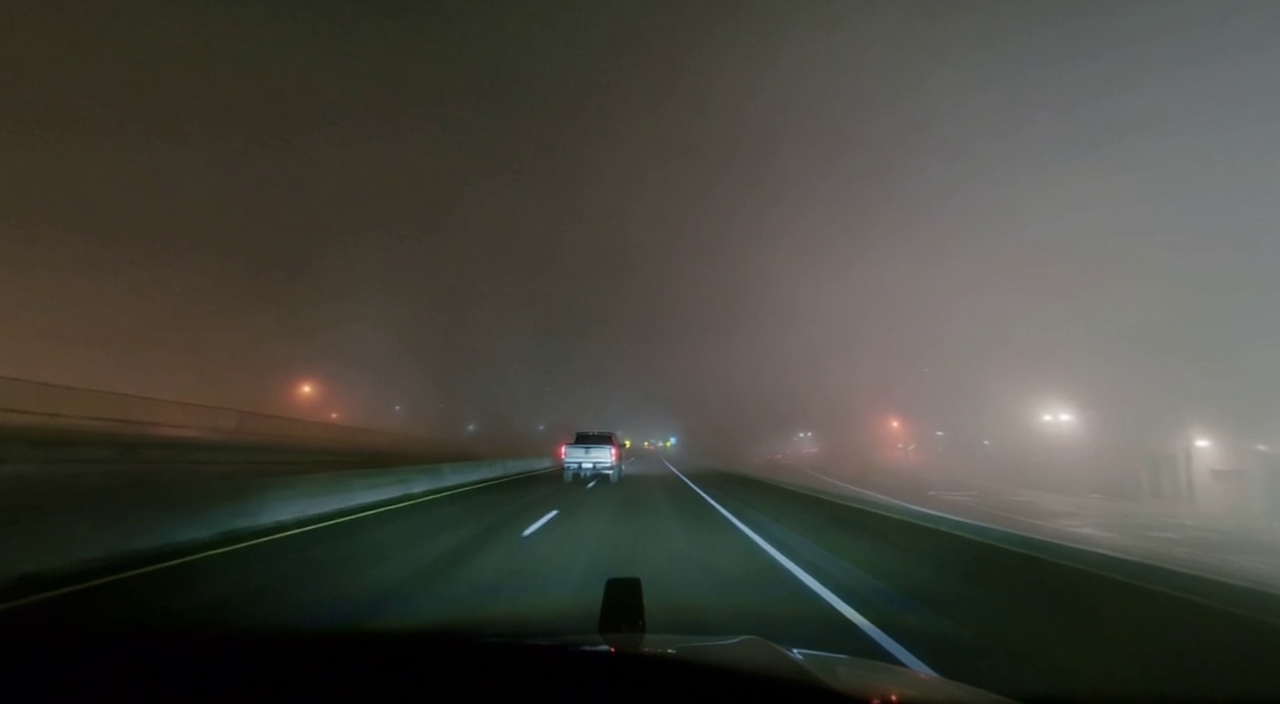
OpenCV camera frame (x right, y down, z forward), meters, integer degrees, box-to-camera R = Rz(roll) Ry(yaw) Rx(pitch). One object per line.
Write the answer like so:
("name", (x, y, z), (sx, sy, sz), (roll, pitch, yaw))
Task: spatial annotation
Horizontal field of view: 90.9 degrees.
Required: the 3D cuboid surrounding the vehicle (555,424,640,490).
("vehicle", (-1.274, 3.563, 21.704), (2.350, 1.932, 5.562), (-1, -8, 2))
